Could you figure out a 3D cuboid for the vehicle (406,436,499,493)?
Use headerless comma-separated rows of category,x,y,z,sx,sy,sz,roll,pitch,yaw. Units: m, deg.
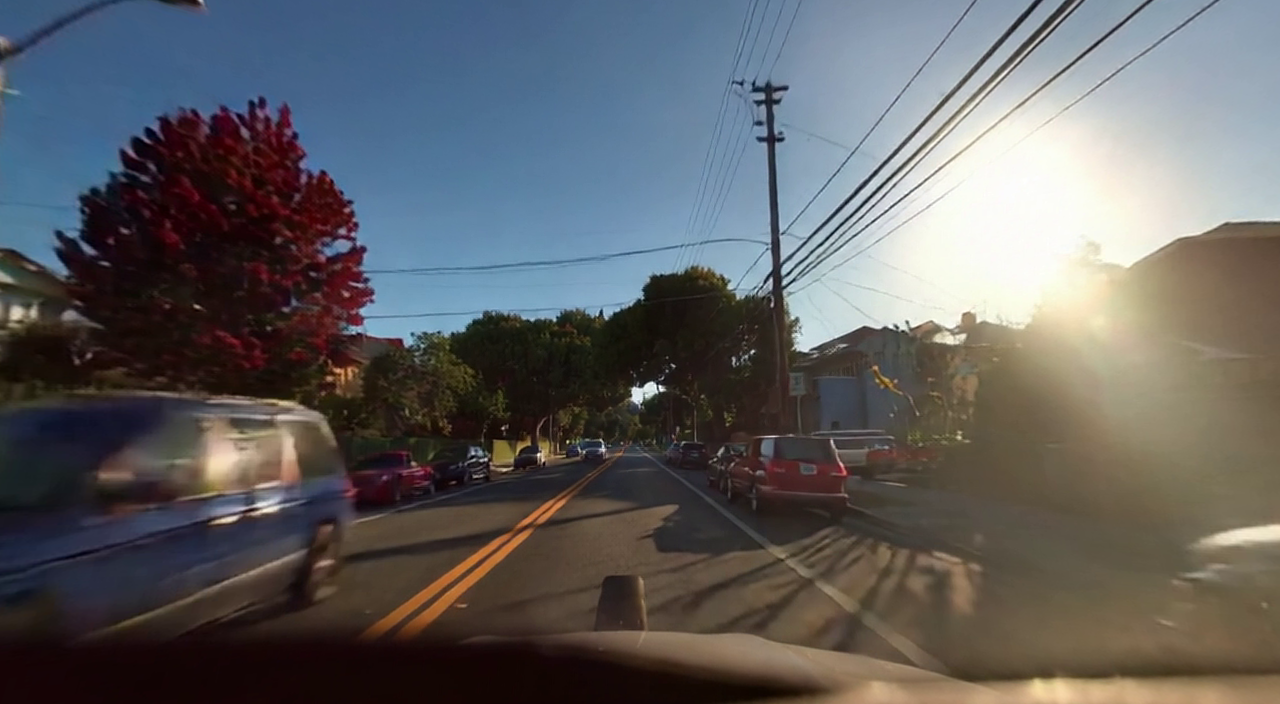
vehicle,-6.819,4.100,23.567,2.014,1.817,4.639,-1,-7,0

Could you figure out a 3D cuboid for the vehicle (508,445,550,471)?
vehicle,-7.090,6.790,40.711,1.843,1.589,4.416,0,-9,1

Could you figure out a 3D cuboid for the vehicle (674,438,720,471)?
vehicle,3.183,5.868,36.467,2.031,1.762,4.749,0,-8,-2

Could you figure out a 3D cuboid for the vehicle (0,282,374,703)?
vehicle,-3.576,0.859,3.432,2.194,1.935,4.807,0,-8,-1

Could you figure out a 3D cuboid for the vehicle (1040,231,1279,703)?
vehicle,3.286,0.409,0.684,2.174,2.049,5.088,0,-8,-2

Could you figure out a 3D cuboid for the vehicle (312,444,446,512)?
vehicle,-6.771,3.265,16.986,1.866,1.487,4.416,-1,-8,-2

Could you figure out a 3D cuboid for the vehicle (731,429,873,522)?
vehicle,3.162,2.497,13.300,1.826,1.614,4.241,0,-9,0
